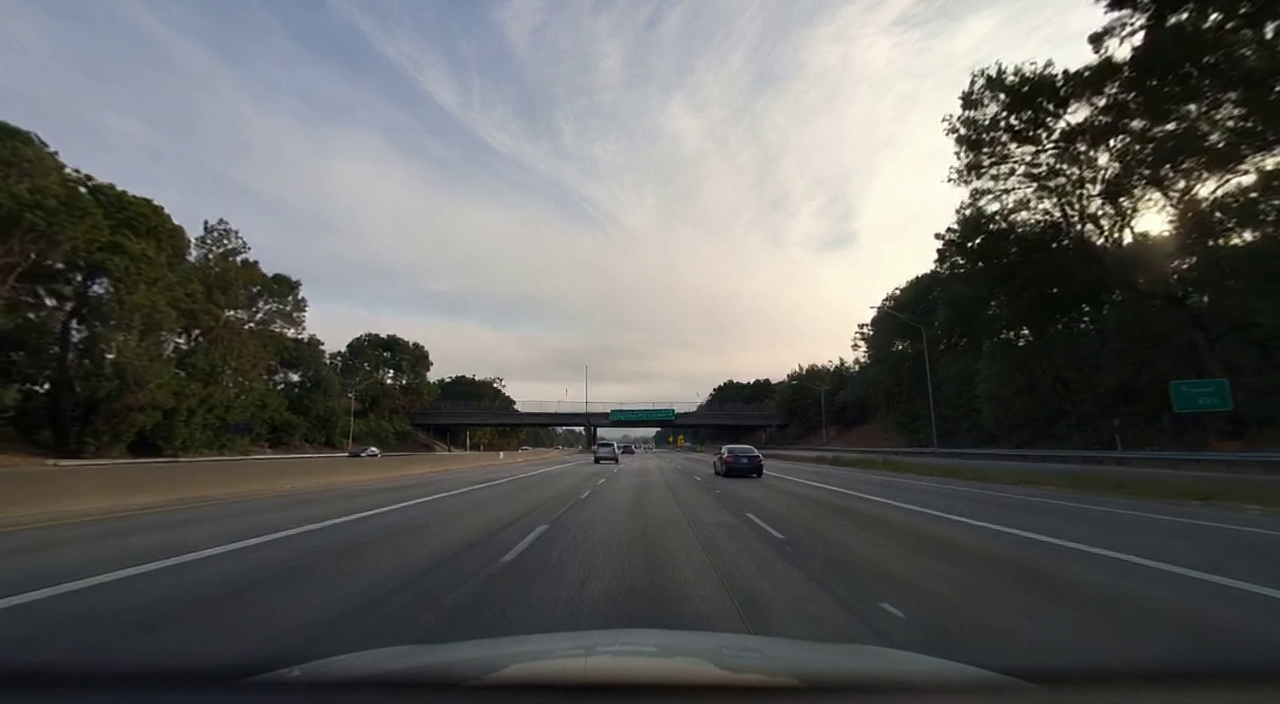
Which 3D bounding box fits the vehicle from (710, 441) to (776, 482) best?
[{"bbox_3d":[4.086,4.405,25.710,1.908,1.483,4.259,0,-8,-1],"label":"vehicle"}]
